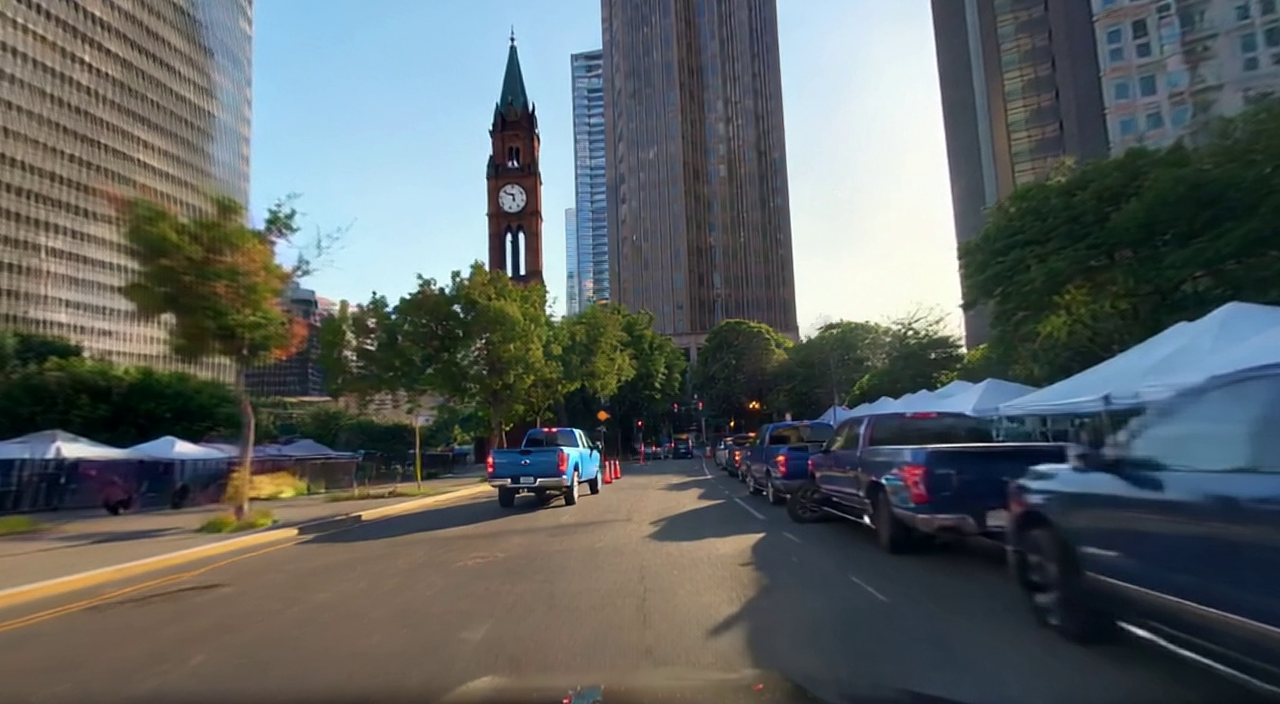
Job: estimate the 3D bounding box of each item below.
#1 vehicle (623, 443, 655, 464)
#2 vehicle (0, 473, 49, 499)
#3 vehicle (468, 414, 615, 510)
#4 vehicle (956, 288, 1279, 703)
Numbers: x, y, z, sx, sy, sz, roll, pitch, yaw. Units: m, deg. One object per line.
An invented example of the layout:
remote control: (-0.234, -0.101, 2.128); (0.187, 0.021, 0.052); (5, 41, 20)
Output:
vehicle: (-0.001, 7.405, 46.233); (1.895, 1.489, 4.328); (-1, -8, 6)
vehicle: (-48.301, 10.252, 48.123); (1.974, 1.675, 4.652); (0, -8, -3)
vehicle: (-2.152, 2.678, 15.873); (2.452, 1.954, 5.653); (-1, -8, 4)
vehicle: (3.489, 0.704, 2.417); (2.073, 1.887, 4.825); (0, -8, 1)
